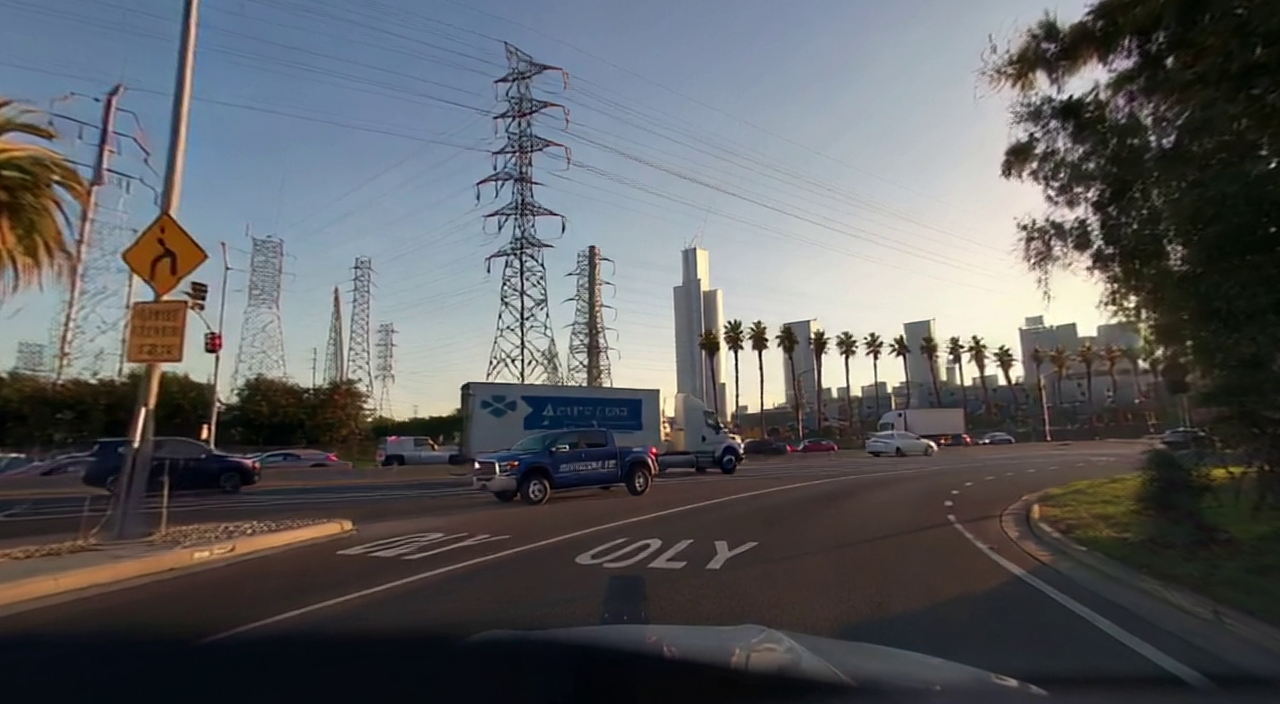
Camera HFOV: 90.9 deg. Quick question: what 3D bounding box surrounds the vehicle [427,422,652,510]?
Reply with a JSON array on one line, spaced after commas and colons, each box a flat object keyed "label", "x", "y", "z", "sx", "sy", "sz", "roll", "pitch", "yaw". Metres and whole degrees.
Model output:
[{"label": "vehicle", "x": -2.378, "y": 2.771, "z": 15.818, "sx": 5.132, "sy": 1.848, "sz": 2.101, "roll": 6, "pitch": -10, "yaw": -36}]

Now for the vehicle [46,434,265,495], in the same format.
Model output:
[{"label": "vehicle", "x": -17.086, "y": 3.985, "z": 22.807, "sx": 5.866, "sy": 1.950, "sz": 2.266, "roll": 4, "pitch": -10, "yaw": -28}]

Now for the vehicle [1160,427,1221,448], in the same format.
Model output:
[{"label": "vehicle", "x": 43.141, "y": 6.725, "z": 49.420, "sx": 4.543, "sy": 1.586, "sz": 1.983, "roll": 4, "pitch": -10, "yaw": -28}]

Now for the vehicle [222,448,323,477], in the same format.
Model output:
[{"label": "vehicle", "x": -18.931, "y": 5.685, "z": 32.632, "sx": 4.325, "sy": 1.388, "sz": 1.748, "roll": 4, "pitch": -10, "yaw": -29}]

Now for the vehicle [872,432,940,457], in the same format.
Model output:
[{"label": "vehicle", "x": 18.063, "y": 6.257, "z": 42.817, "sx": 4.234, "sy": 1.589, "sz": 1.923, "roll": 4, "pitch": -10, "yaw": -28}]

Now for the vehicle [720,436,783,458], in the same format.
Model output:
[{"label": "vehicle", "x": 8.502, "y": 7.214, "z": 47.884, "sx": 4.532, "sy": 1.567, "sz": 1.847, "roll": 4, "pitch": -10, "yaw": -29}]

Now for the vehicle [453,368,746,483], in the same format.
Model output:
[{"label": "vehicle", "x": -1.291, "y": 3.057, "z": 25.565, "sx": 11.567, "sy": 3.933, "sz": 2.903, "roll": 4, "pitch": -10, "yaw": -29}]
